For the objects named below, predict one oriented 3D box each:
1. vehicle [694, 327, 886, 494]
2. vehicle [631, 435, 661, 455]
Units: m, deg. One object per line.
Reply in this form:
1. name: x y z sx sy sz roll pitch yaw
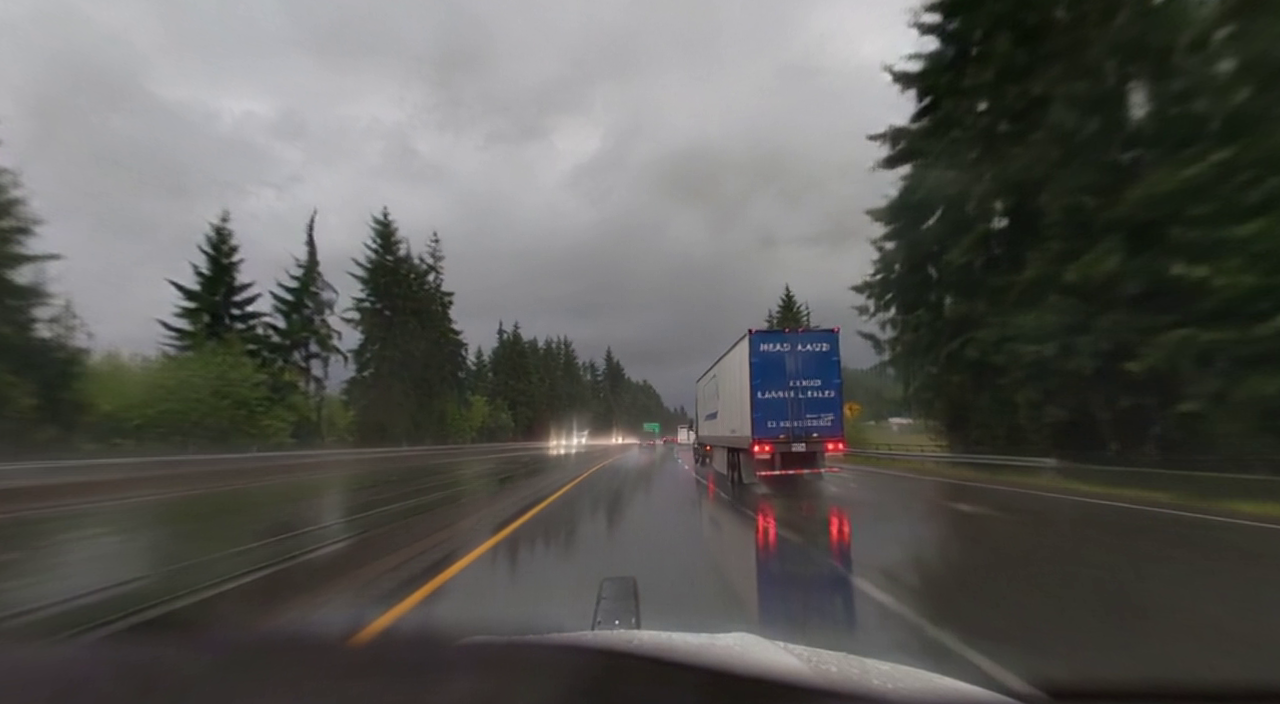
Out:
1. vehicle: 4.224 2.315 22.247 3.171 4.072 13.784 0 -8 -1
2. vehicle: 0.464 7.182 48.918 2.209 1.499 4.144 0 -8 1
